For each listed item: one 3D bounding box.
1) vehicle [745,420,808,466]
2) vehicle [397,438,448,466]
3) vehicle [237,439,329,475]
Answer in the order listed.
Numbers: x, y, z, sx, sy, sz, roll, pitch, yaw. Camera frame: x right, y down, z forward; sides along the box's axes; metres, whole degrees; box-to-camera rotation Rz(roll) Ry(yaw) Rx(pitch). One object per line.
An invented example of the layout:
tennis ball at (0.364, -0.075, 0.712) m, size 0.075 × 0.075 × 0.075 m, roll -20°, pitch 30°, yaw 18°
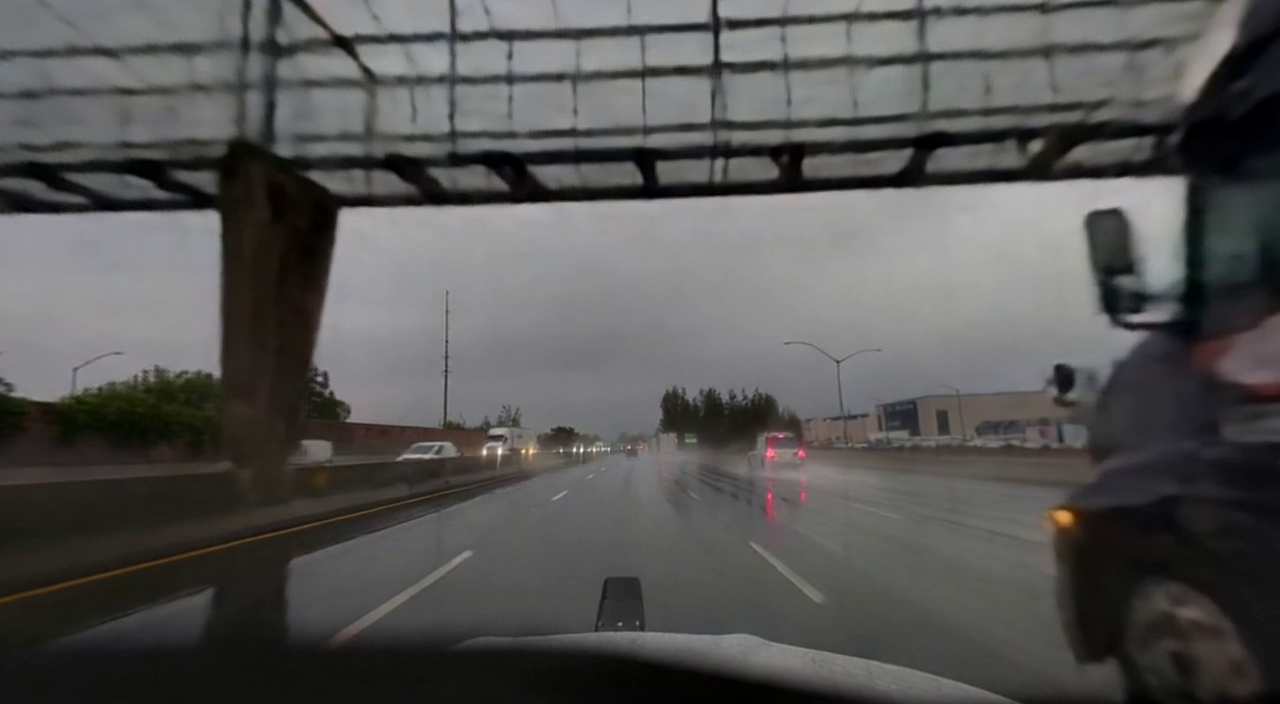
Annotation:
vehicle at (10.543, 7.240, 49.955) m, size 2.912 × 3.293 × 9.588 m, roll 0°, pitch -9°, yaw 0°
vehicle at (-13.784, 6.351, 40.246) m, size 1.807 × 1.667 × 3.770 m, roll 0°, pitch -9°, yaw 1°
vehicle at (-17.751, 5.241, 31.691) m, size 1.928 × 1.648 × 4.514 m, roll 0°, pitch -9°, yaw 1°
